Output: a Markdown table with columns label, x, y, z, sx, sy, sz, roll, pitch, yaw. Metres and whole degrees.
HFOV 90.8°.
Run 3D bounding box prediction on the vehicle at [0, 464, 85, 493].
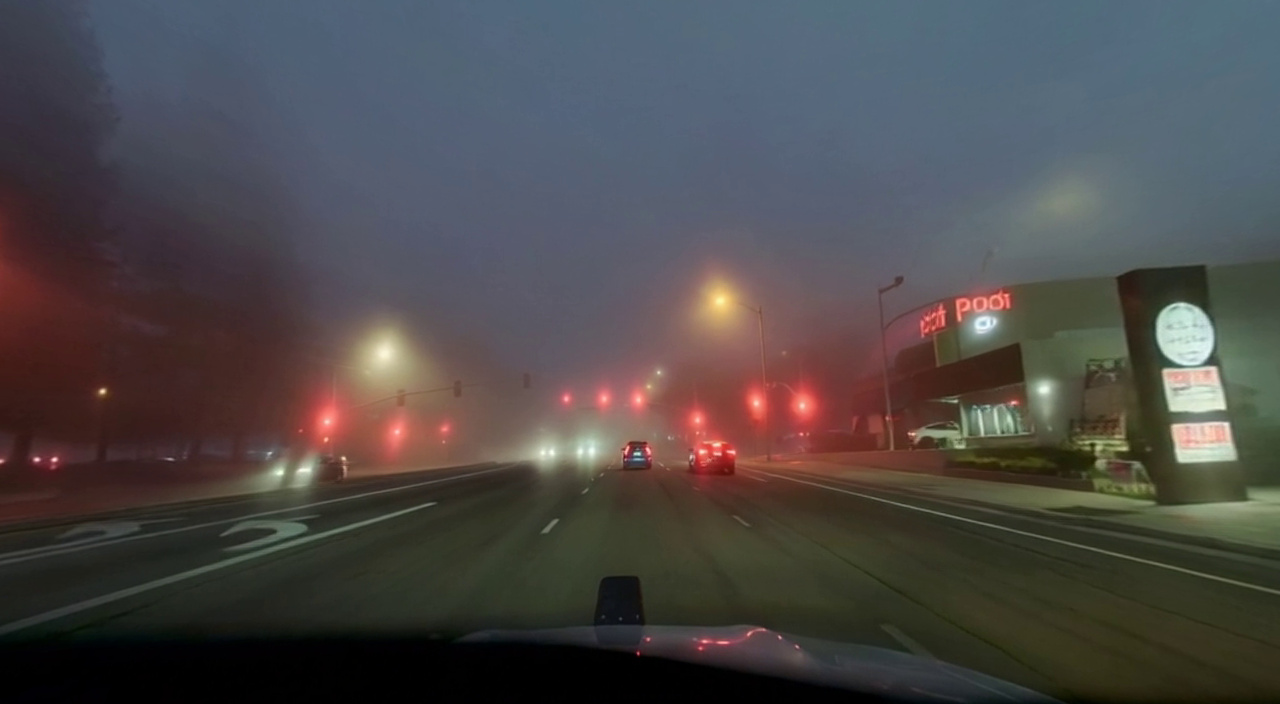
| label | x | y | z | sx | sy | sz | roll | pitch | yaw |
| --- | --- | --- | --- | --- | --- | --- | --- | --- | --- |
| vehicle | -34.223 | 7.080 | 35.589 | 4.068 | 1.462 | 1.835 | 5 | -10 | -31 |

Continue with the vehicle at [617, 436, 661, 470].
| label | x | y | z | sx | sy | sz | roll | pitch | yaw |
| --- | --- | --- | --- | --- | --- | --- | --- | --- | --- |
| vehicle | -0.111 | 5.290 | 33.182 | 2.146 | 1.685 | 4.003 | 0 | -9 | -2 |

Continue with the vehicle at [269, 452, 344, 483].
| label | x | y | z | sx | sy | sz | roll | pitch | yaw |
| --- | --- | --- | --- | --- | --- | --- | --- | --- | --- |
| vehicle | -18.231 | 6.291 | 34.739 | 1.832 | 1.515 | 4.369 | 0 | -9 | -2 |

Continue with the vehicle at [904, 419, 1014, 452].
| label | x | y | z | sx | sy | sz | roll | pitch | yaw |
| --- | --- | --- | --- | --- | --- | --- | --- | --- | --- |
| vehicle | 15.656 | 4.143 | 31.212 | 4.344 | 1.512 | 1.936 | -1 | -9 | 5 |

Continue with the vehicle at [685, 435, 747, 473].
| label | x | y | z | sx | sy | sz | roll | pitch | yaw |
| --- | --- | --- | --- | --- | --- | --- | --- | --- | --- |
| vehicle | 3.578 | 4.916 | 30.643 | 2.198 | 1.660 | 4.512 | 0 | -9 | -3 |

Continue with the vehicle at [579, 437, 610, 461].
| label | x | y | z | sx | sy | sz | roll | pitch | yaw |
| --- | --- | --- | --- | --- | --- | --- | --- | --- | --- |
| vehicle | -3.544 | 7.658 | 49.695 | 2.106 | 1.778 | 4.444 | 0 | -9 | 0 |
